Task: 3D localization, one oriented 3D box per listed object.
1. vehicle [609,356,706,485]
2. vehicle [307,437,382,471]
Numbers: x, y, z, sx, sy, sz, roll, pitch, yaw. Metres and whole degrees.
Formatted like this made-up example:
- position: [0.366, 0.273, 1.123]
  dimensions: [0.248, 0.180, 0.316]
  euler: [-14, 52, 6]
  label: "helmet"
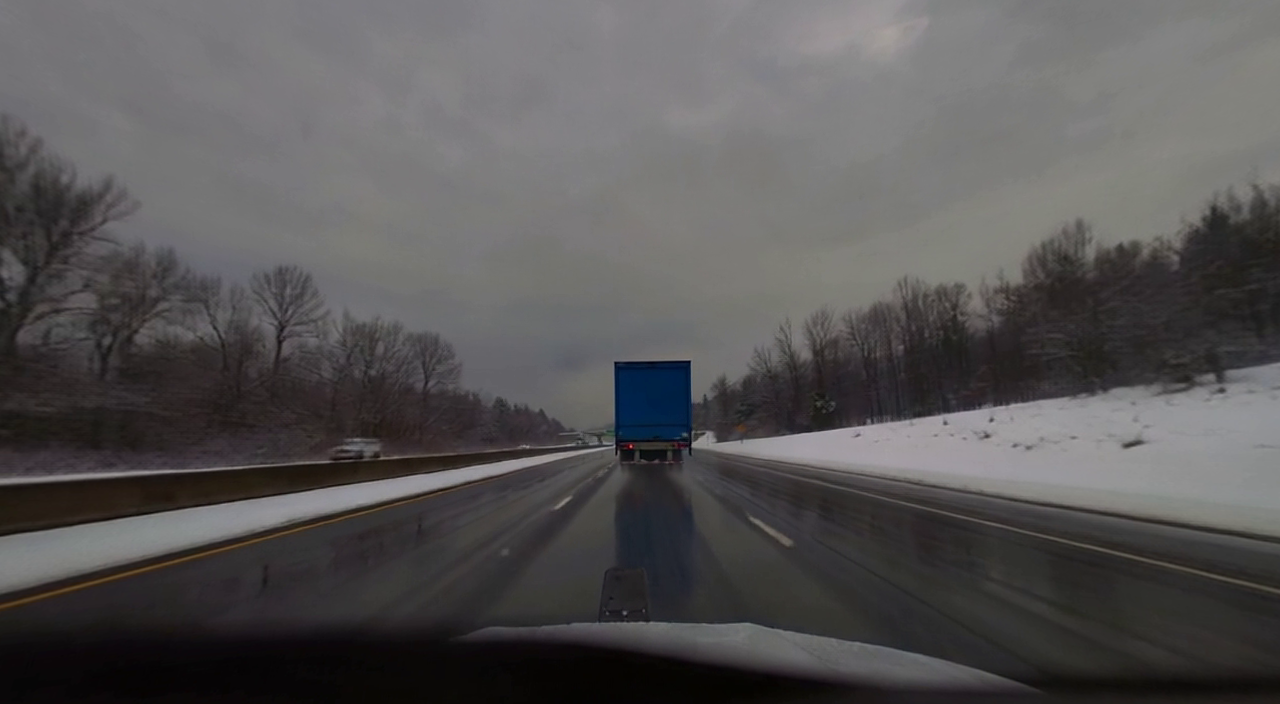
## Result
- position: [0.537, 2.889, 24.974]
  dimensions: [3.010, 4.039, 10.481]
  euler: [0, -8, 0]
  label: "vehicle"
- position: [-16.762, 5.811, 35.874]
  dimensions: [2.003, 1.791, 4.571]
  euler: [0, -8, 1]
  label: "vehicle"
